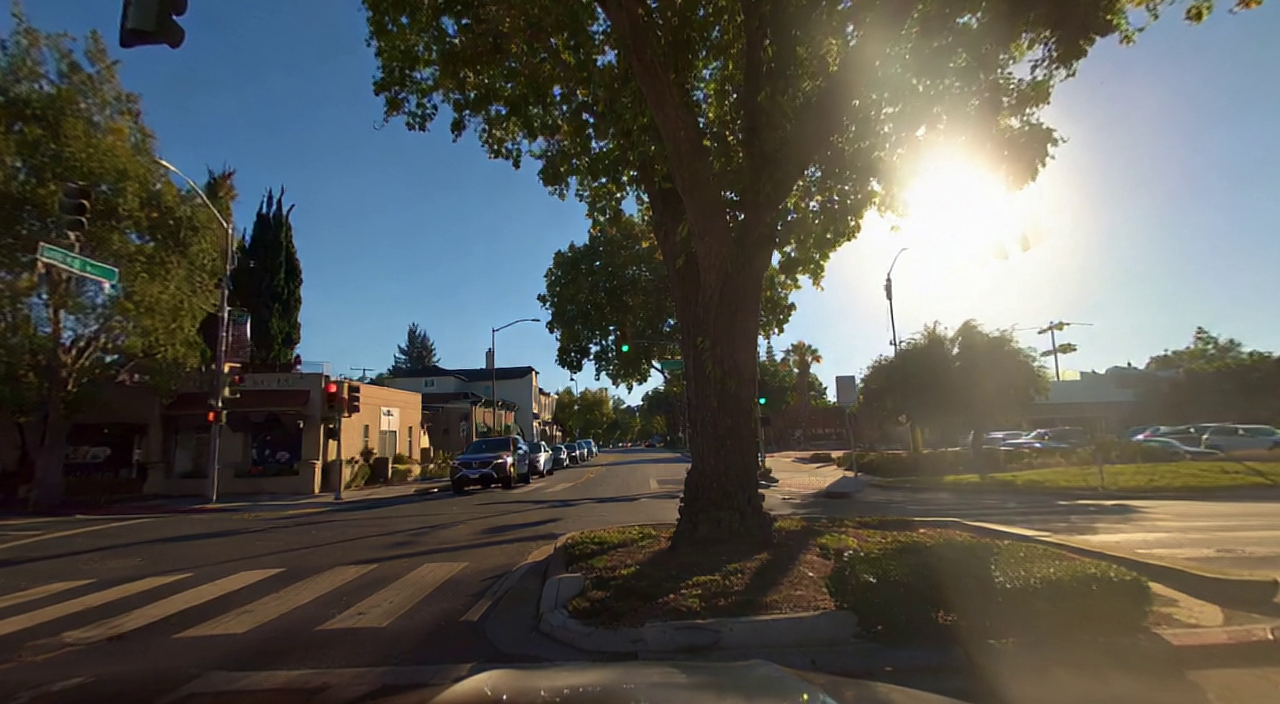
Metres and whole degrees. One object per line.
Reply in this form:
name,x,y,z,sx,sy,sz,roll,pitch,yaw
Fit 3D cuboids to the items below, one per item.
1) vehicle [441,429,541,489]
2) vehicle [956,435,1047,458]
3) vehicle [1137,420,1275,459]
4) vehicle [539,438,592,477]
vehicle,-6.497,4.819,28.850,2.896,2.339,7.322,0,-9,-1
vehicle,25.014,6.553,43.831,5.172,1.515,1.851,0,-9,-2
vehicle,33.275,5.166,37.238,5.969,2.149,2.331,0,-9,-3
vehicle,-3.647,5.285,31.908,2.120,1.783,4.788,0,-9,0
